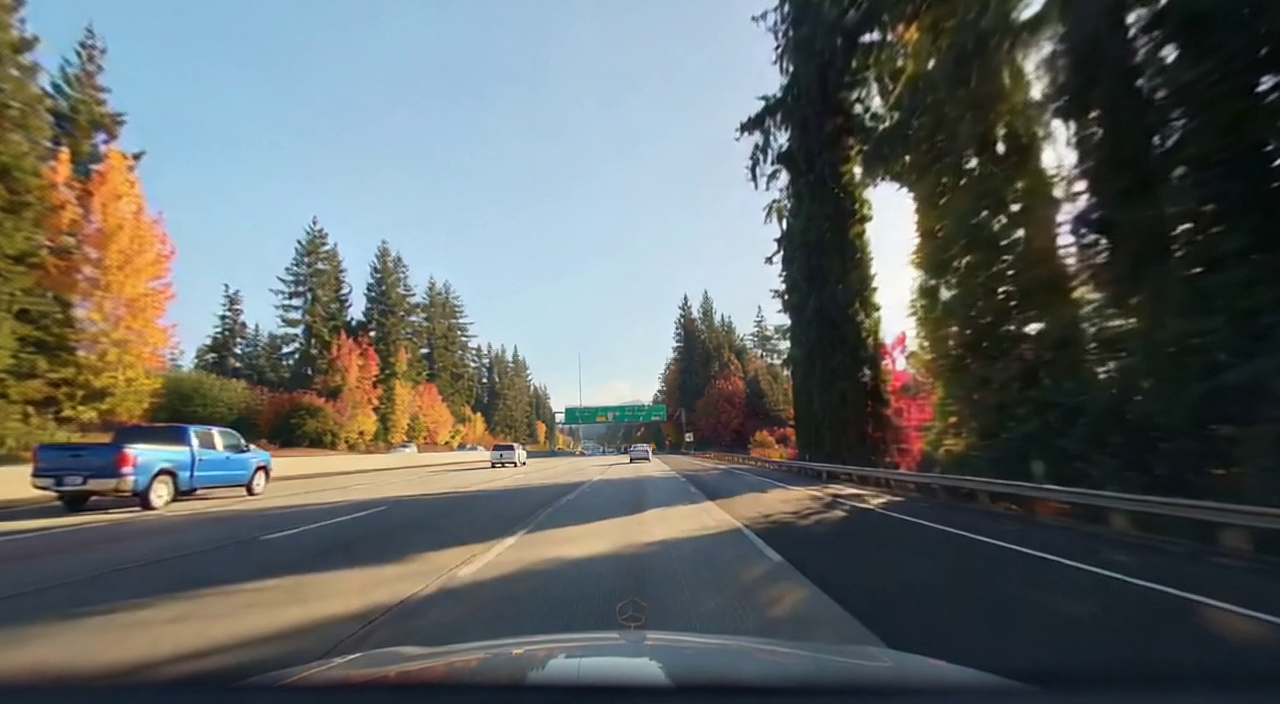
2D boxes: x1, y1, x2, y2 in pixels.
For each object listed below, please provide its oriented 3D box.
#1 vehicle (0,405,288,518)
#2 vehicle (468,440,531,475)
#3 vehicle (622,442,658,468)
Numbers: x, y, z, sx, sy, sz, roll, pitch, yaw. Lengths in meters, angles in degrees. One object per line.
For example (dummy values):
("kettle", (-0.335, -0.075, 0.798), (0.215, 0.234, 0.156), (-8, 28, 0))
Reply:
("vehicle", (-10.774, 2.349, 14.065), (2.347, 1.984, 5.778), (0, -8, 2))
("vehicle", (-6.542, 4.949, 29.840), (1.919, 1.499, 4.234), (0, -8, 1))
("vehicle", (0.056, 6.102, 37.511), (1.984, 1.471, 4.202), (0, -8, 2))
